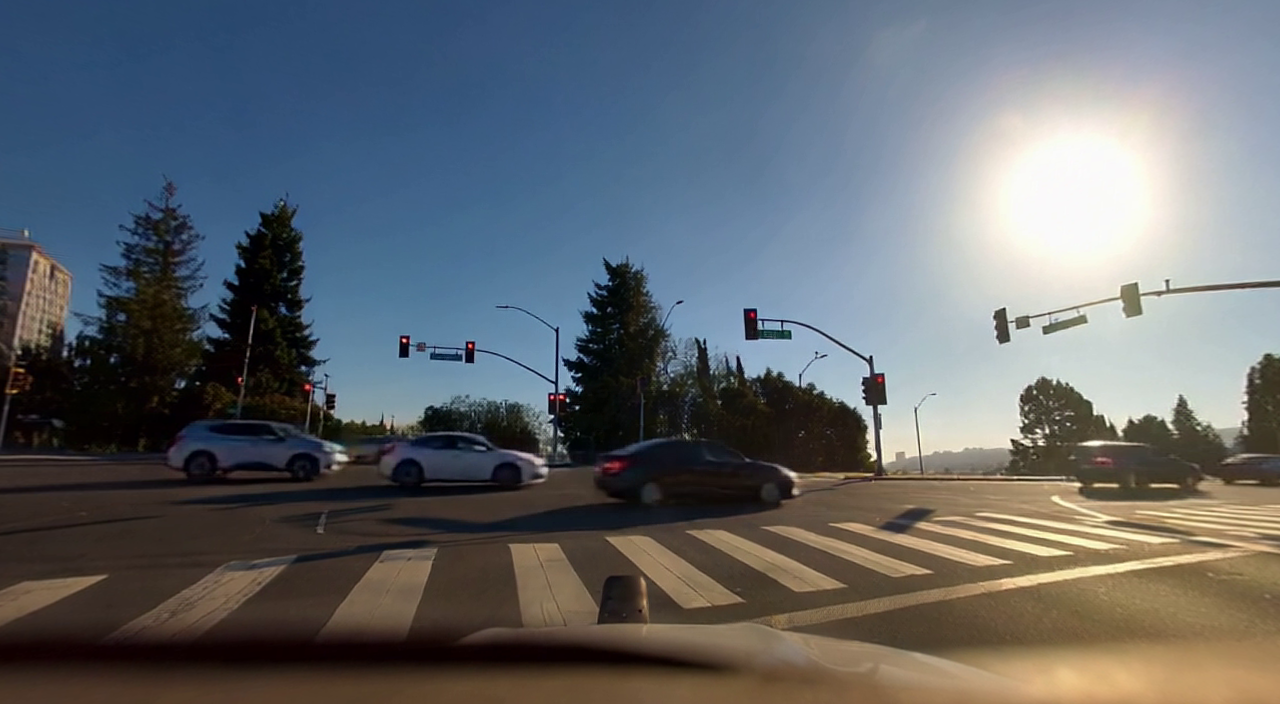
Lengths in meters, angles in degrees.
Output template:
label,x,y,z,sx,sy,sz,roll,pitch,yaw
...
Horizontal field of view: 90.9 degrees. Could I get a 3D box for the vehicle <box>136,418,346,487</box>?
label,x,y,z,sx,sy,sz,roll,pitch,yaw
vehicle,-11.306,2.884,18.352,4.708,1.810,1.986,3,-9,-18

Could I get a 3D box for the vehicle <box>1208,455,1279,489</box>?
label,x,y,z,sx,sy,sz,roll,pitch,yaw
vehicle,31.228,5.915,31.361,5.203,1.488,1.907,3,-9,-18

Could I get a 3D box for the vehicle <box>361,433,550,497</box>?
label,x,y,z,sx,sy,sz,roll,pitch,yaw
vehicle,-4.763,2.912,16.571,4.475,1.496,1.861,3,-9,-18

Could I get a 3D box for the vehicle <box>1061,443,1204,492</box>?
label,x,y,z,sx,sy,sz,roll,pitch,yaw
vehicle,18.794,4.348,24.091,4.626,1.710,1.891,3,-9,-18

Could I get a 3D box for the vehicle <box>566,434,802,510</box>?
label,x,y,z,sx,sy,sz,roll,pitch,yaw
vehicle,0.954,2.624,14.238,4.952,1.511,1.855,2,-9,-17
